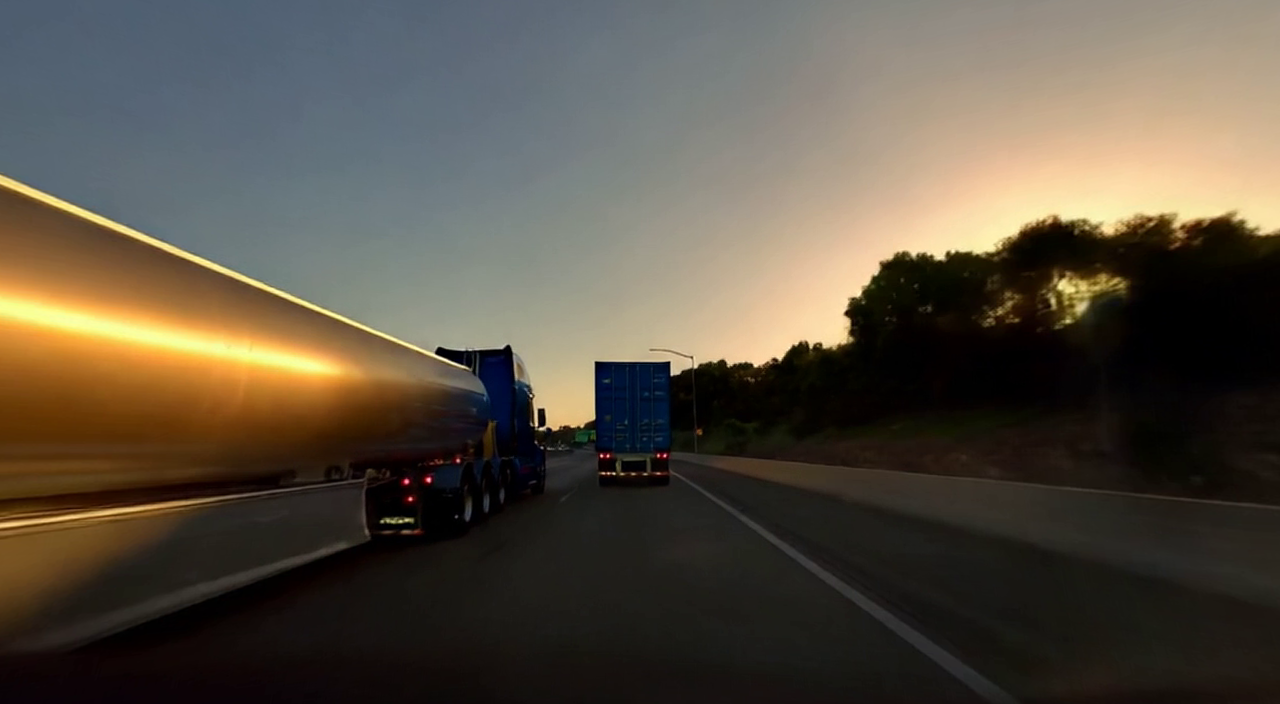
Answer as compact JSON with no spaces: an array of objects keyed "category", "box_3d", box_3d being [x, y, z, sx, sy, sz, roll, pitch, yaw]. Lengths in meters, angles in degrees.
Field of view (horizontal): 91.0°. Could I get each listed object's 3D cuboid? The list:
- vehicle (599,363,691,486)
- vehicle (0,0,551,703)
[{"category":"vehicle","box_3d":[0.208,3.195,26.162,2.942,4.003,11.297,0,-9,0]},{"category":"vehicle","box_3d":[-4.057,0.692,7.758,3.267,3.655,17.154,0,-8,1]}]
